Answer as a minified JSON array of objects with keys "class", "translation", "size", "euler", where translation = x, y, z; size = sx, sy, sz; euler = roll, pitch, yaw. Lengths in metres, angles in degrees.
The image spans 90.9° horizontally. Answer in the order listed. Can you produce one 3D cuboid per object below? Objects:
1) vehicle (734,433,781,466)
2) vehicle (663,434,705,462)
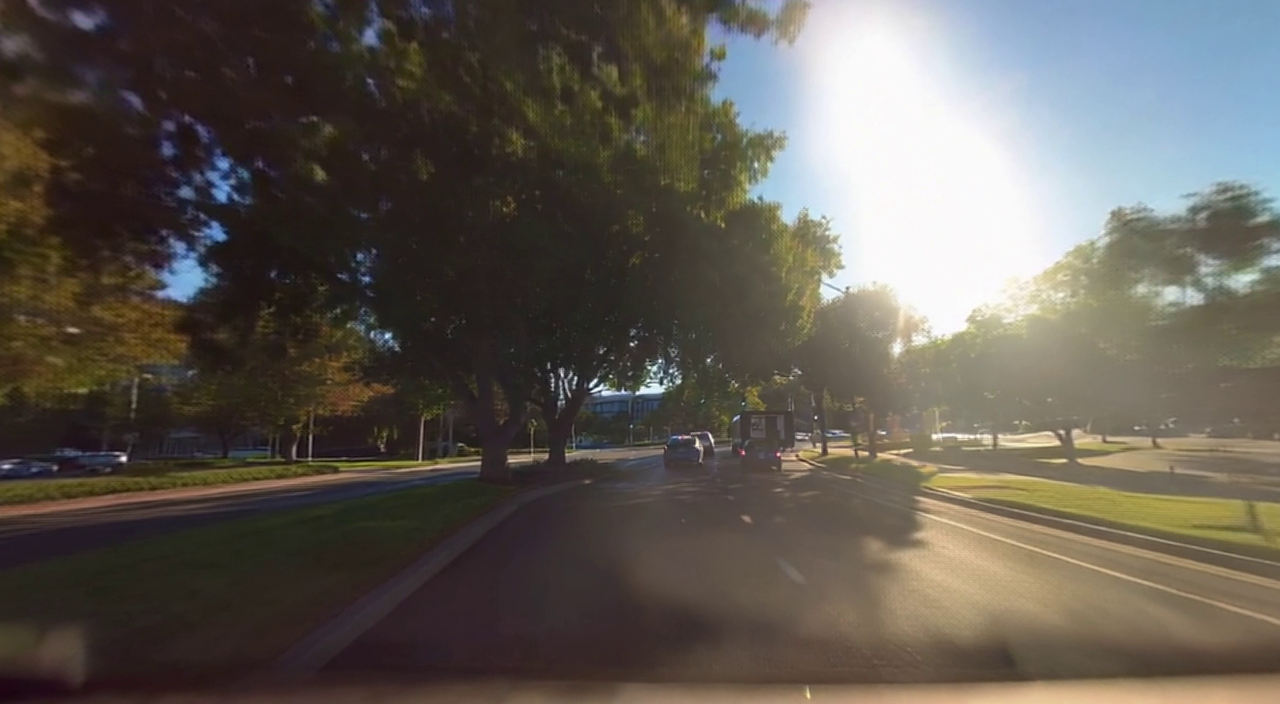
[{"class":"vehicle","translation":[5.777,4.844,31.518],"size":[1.989,1.497,4.436],"euler":[-1,-8,6]},{"class":"vehicle","translation":[2.506,5.339,35.140],"size":[2.066,1.482,4.273],"euler":[-1,-8,8]}]
